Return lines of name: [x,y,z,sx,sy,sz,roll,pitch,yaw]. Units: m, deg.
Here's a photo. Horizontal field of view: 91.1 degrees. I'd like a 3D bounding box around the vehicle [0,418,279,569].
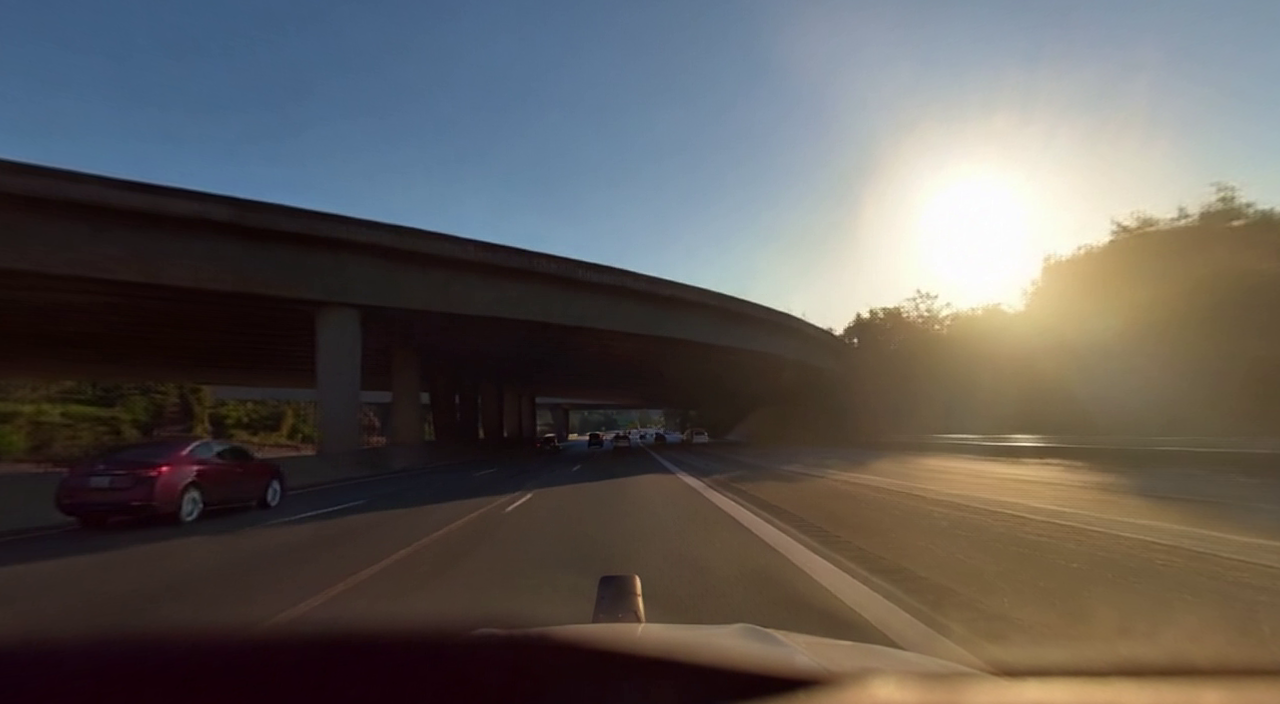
vehicle: [-7.393,1.749,8.696,2.118,1.524,4.422,0,-8,1]
